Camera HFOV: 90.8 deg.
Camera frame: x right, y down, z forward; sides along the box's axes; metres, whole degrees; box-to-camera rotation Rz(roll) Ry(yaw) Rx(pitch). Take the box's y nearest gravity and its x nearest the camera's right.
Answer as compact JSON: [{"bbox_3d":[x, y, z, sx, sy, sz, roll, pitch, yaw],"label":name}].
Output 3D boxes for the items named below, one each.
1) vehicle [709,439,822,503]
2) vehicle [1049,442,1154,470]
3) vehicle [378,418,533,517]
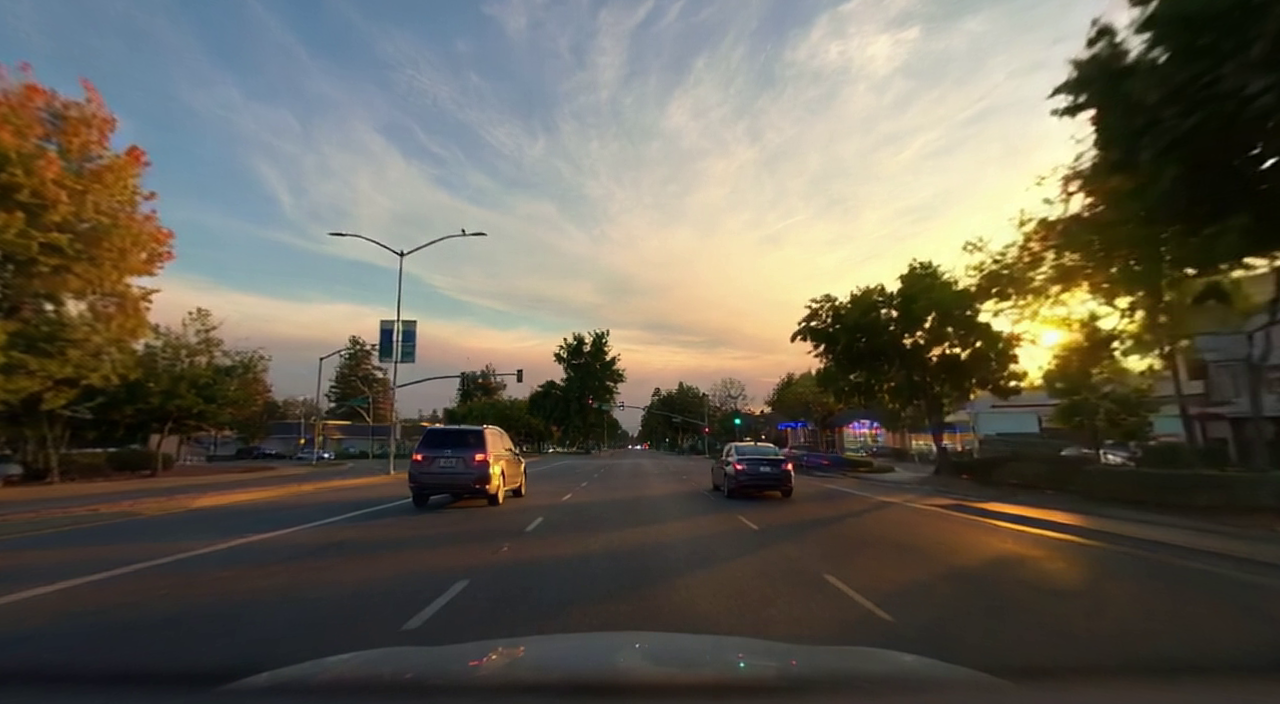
[{"bbox_3d":[3.206,3.158,17.275,1.975,1.502,4.787,0,-9,-2],"label":"vehicle"},{"bbox_3d":[29.057,6.575,39.908,4.810,1.627,1.991,-2,-9,6],"label":"vehicle"},{"bbox_3d":[-3.781,2.466,13.943,1.997,1.806,4.500,0,-9,1],"label":"vehicle"}]
